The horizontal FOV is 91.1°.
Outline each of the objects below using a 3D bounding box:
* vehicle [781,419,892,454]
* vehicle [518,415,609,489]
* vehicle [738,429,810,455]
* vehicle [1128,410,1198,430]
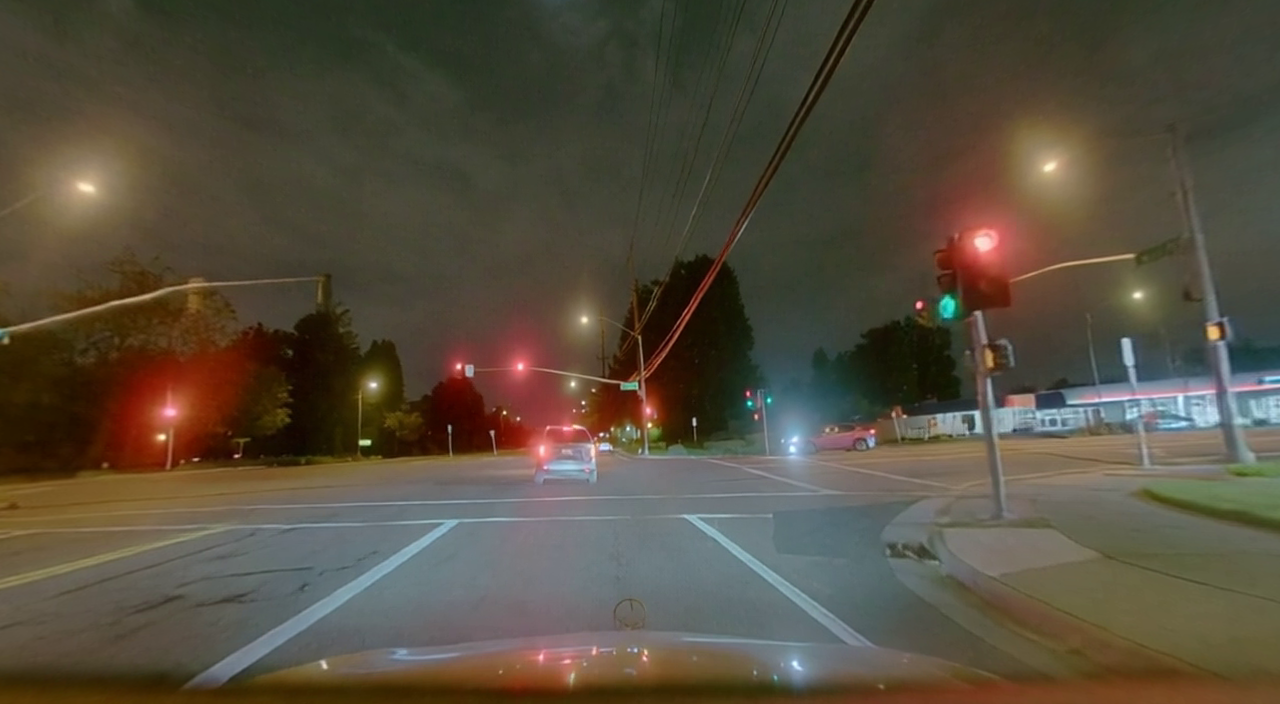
[{"bbox_3d":[10.254,4.432,32.984,5.149,1.725,1.964,0,-8,-4],"label":"vehicle"},{"bbox_3d":[-2.118,2.910,18.536,2.300,1.868,4.690,1,-8,-4],"label":"vehicle"},{"bbox_3d":[7.976,5.418,37.715,3.990,1.548,1.780,-1,-8,5],"label":"vehicle"},{"bbox_3d":[39.446,5.153,47.389,3.805,1.451,1.641,0,-8,-3],"label":"vehicle"}]
